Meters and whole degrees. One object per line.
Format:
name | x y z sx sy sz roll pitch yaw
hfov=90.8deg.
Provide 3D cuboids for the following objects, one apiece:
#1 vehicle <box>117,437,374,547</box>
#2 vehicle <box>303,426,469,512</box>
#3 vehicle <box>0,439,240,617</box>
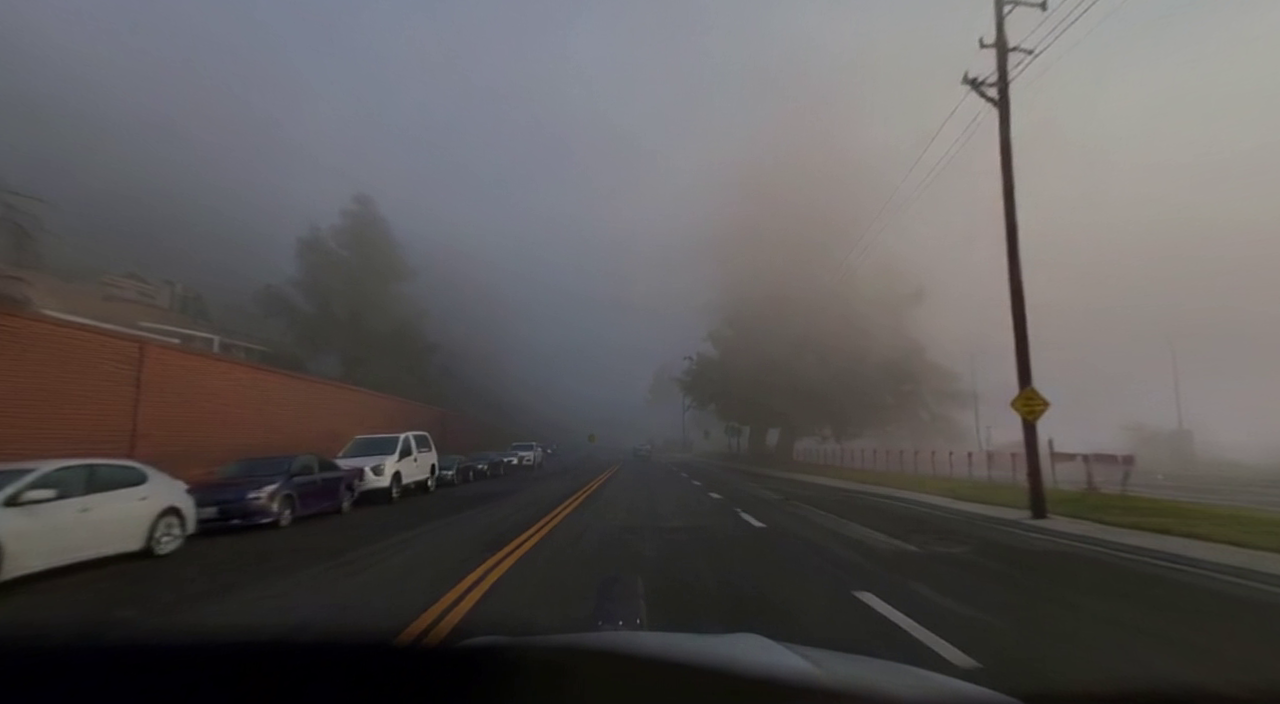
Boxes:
vehicle | -6.674 2.350 11.385 1.794 1.544 4.229 1 -8 1
vehicle | -6.517 3.074 17.138 2.150 1.854 5.551 2 -9 0
vehicle | -6.664 1.728 6.780 1.989 1.485 4.218 1 -7 -1
